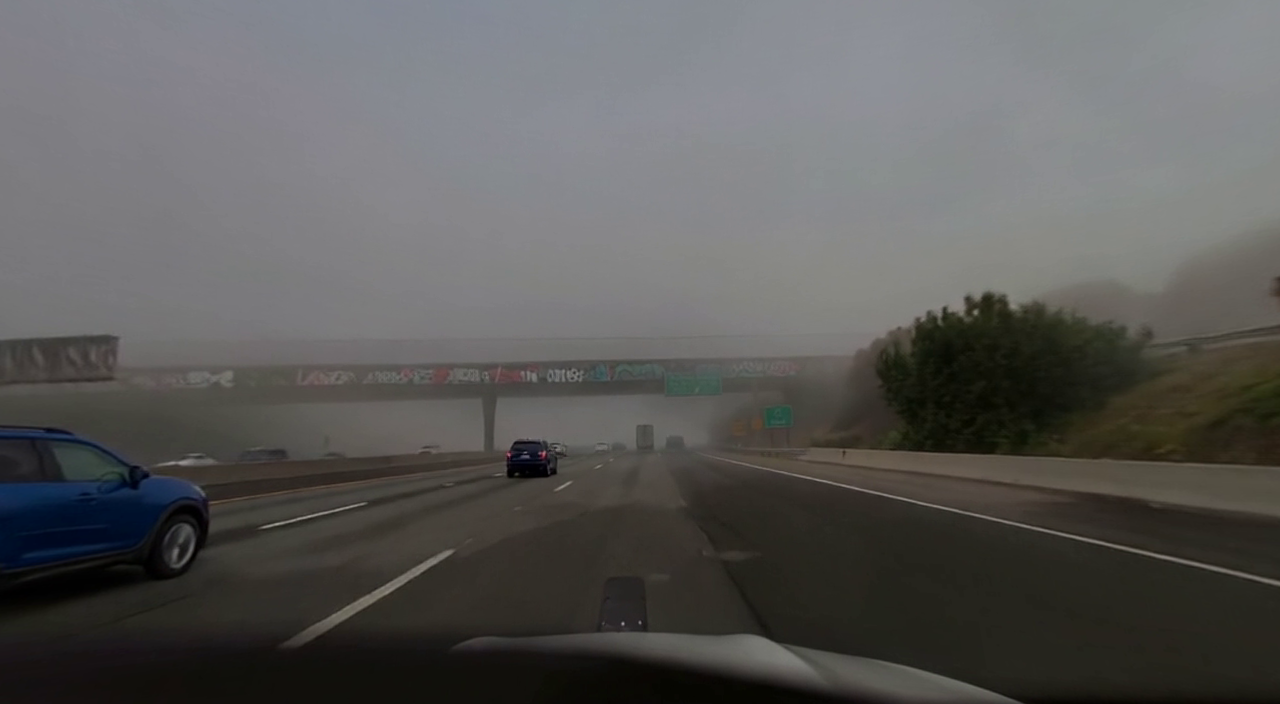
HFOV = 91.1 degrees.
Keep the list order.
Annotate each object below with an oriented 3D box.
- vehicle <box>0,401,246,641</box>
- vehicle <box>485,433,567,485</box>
[{"bbox_3d":[-5.384,1.258,4.968,1.969,1.633,3.962,0,-8,-1],"label":"vehicle"},{"bbox_3d":[-4.030,3.866,23.005,2.154,1.693,4.394,0,-8,1],"label":"vehicle"}]
